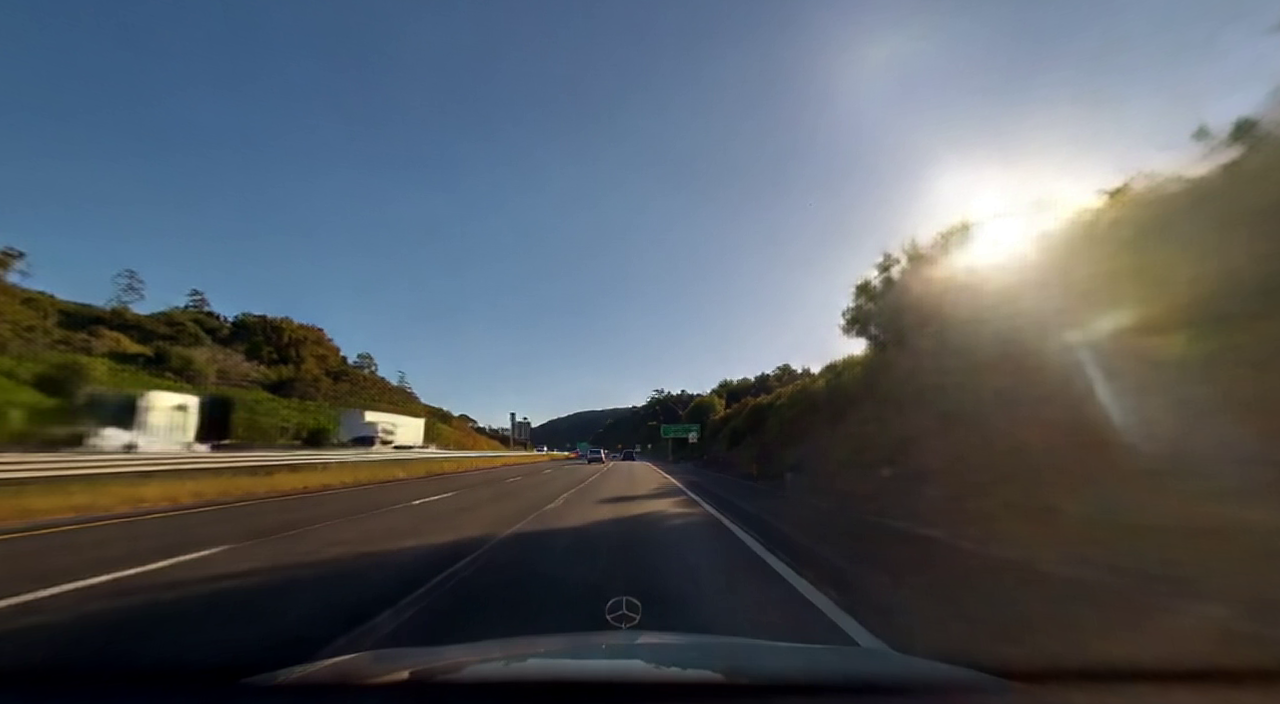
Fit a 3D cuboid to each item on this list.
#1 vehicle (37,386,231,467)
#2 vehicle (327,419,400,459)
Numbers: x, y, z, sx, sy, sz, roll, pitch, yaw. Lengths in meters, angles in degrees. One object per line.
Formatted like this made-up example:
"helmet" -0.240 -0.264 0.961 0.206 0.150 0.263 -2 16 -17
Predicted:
"vehicle" -23.439 3.674 29.994 2.632 3.352 7.766 0 -9 0
"vehicle" -19.767 6.344 45.501 2.337 2.638 6.419 0 -9 -1
